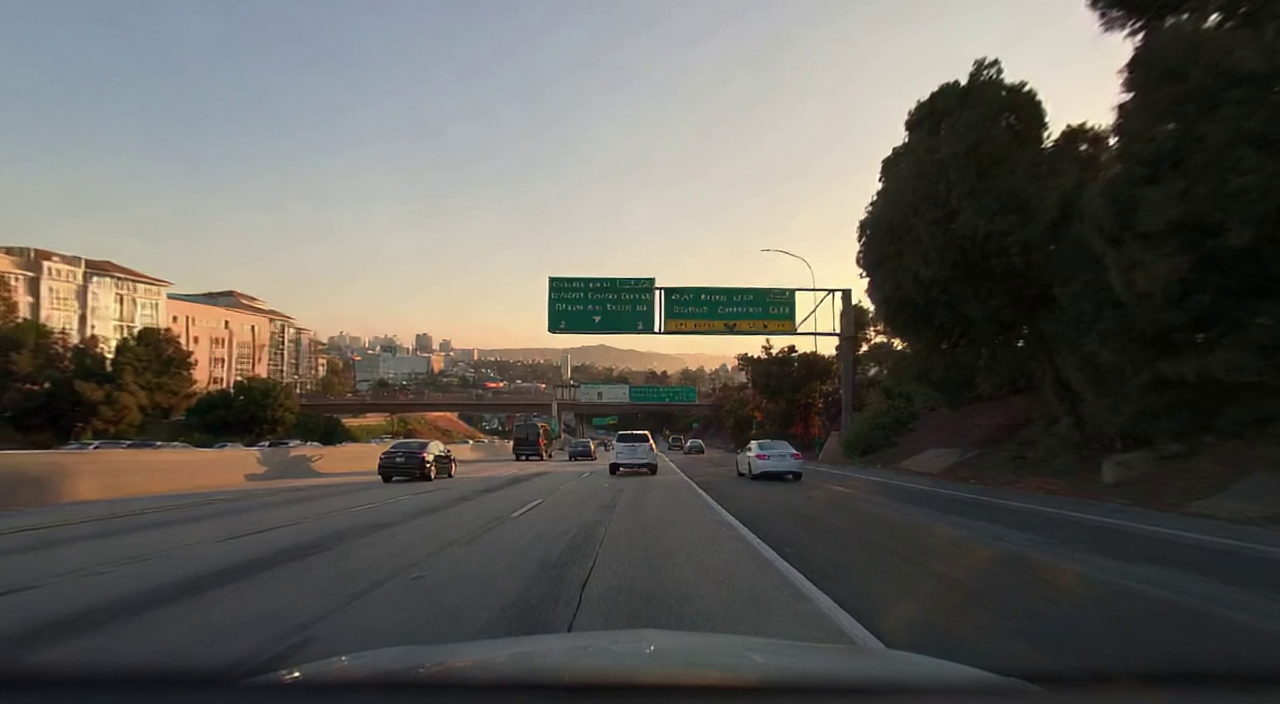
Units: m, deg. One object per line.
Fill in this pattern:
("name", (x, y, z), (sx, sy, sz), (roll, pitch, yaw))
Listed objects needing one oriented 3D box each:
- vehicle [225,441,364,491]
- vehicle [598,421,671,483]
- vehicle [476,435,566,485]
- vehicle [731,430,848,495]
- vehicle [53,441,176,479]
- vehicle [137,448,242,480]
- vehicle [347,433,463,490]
("vehicle", (-11.245, 3.712, 20.962), (1.970, 1.441, 4.555), (0, -8, 1))
("vehicle", (-0.177, 3.360, 21.351), (2.209, 1.863, 4.626), (0, -8, 0))
("vehicle", (-3.873, 3.613, 21.391), (2.079, 1.499, 4.512), (0, -8, 1))
("vehicle", (3.798, 2.896, 16.906), (1.942, 1.487, 4.518), (0, -8, -1))
("vehicle", (-25.754, 5.289, 31.187), (1.906, 1.732, 4.846), (0, -8, 0))
("vehicle", (-21.895, 5.430, 30.902), (1.867, 1.443, 4.468), (0, -8, 0))
("vehicle", (-7.406, 3.484, 20.443), (2.021, 1.632, 4.417), (0, -8, 1))
